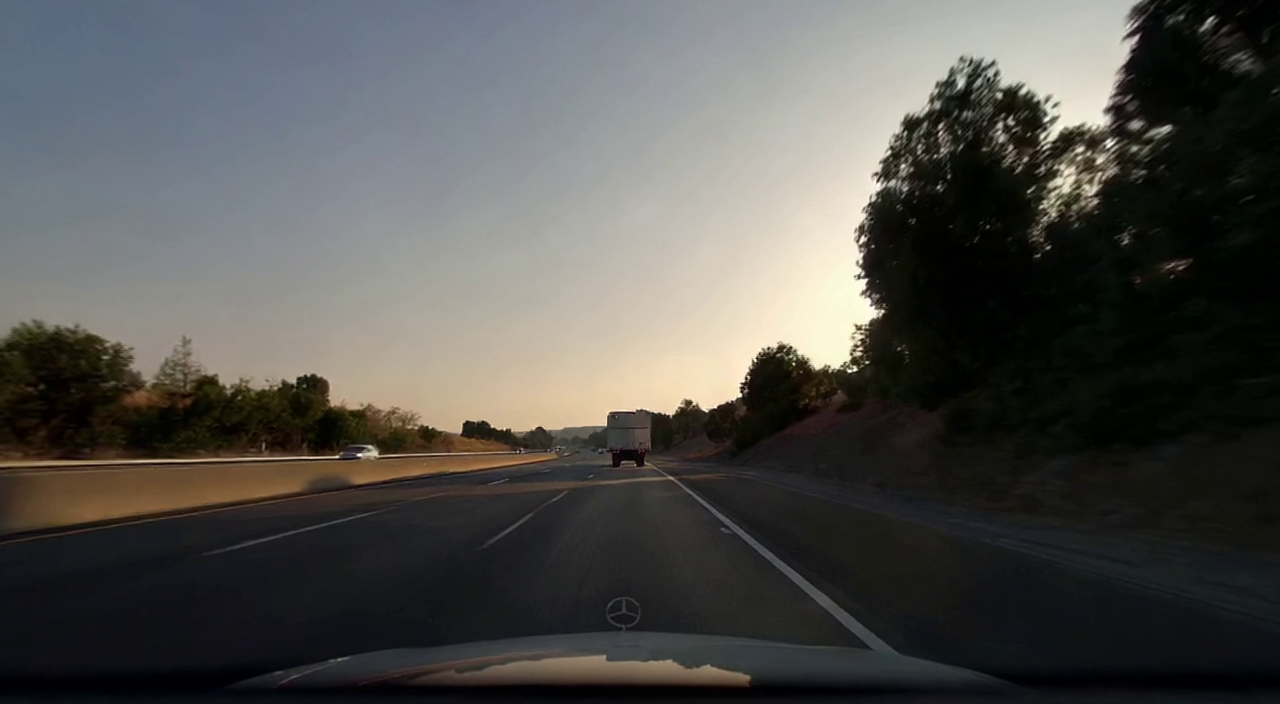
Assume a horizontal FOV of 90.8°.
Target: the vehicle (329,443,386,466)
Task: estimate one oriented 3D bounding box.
[{"bbox_3d":[-19.967,7.270,44.806,1.968,1.556,4.775,0,-9,-1],"label":"vehicle"}]
